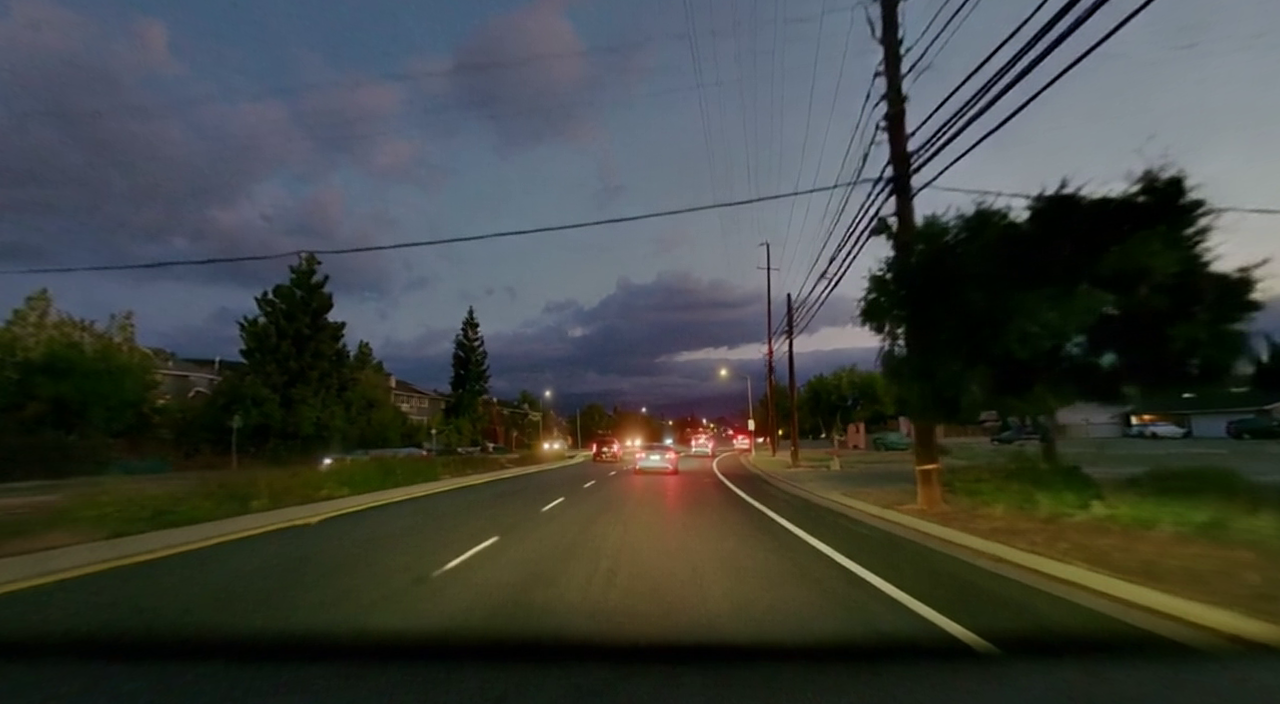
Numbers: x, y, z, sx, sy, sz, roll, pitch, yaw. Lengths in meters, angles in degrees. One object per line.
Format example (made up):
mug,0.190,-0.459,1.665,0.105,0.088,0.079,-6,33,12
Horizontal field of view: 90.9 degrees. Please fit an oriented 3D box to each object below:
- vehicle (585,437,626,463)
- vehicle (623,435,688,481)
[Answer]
vehicle,-2.019,5.958,38.421,1.983,1.485,4.159,-1,-8,4
vehicle,0.635,3.765,22.576,2.117,1.474,4.036,-1,-8,4
